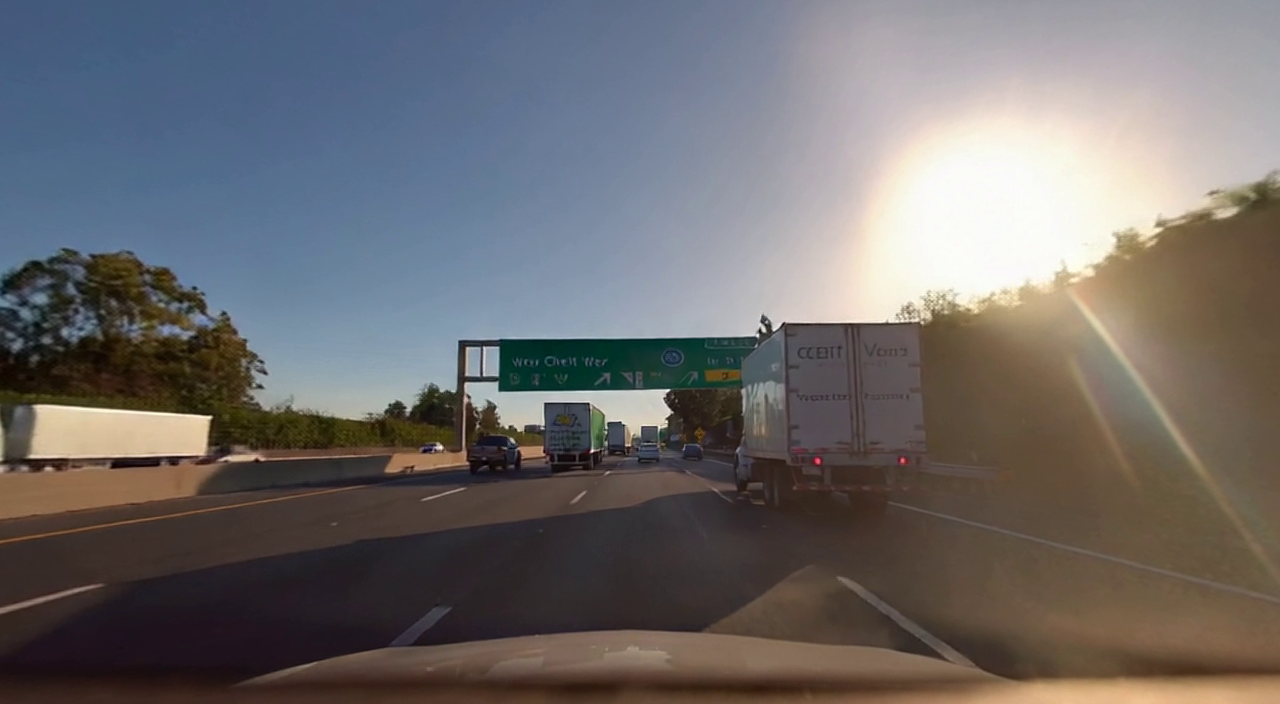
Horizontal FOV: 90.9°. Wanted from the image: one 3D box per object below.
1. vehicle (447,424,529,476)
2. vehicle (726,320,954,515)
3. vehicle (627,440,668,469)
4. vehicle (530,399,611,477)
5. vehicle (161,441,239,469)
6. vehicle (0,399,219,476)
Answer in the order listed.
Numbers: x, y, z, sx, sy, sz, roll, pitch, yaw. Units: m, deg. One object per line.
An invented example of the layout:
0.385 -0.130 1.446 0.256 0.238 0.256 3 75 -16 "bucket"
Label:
-6.944 4.582 29.585 2.322 2.195 5.556 0 -8 1 "vehicle"
4.047 1.698 15.064 2.895 3.484 7.631 0 -8 0 "vehicle"
0.424 5.596 34.533 2.105 1.502 4.068 0 -8 1 "vehicle"
-3.042 4.095 29.760 2.745 3.156 7.608 0 -8 2 "vehicle"
-31.131 7.298 44.793 1.993 1.892 4.736 0 -8 1 "vehicle"
-35.305 5.825 42.263 2.870 4.177 16.369 0 -8 1 "vehicle"
